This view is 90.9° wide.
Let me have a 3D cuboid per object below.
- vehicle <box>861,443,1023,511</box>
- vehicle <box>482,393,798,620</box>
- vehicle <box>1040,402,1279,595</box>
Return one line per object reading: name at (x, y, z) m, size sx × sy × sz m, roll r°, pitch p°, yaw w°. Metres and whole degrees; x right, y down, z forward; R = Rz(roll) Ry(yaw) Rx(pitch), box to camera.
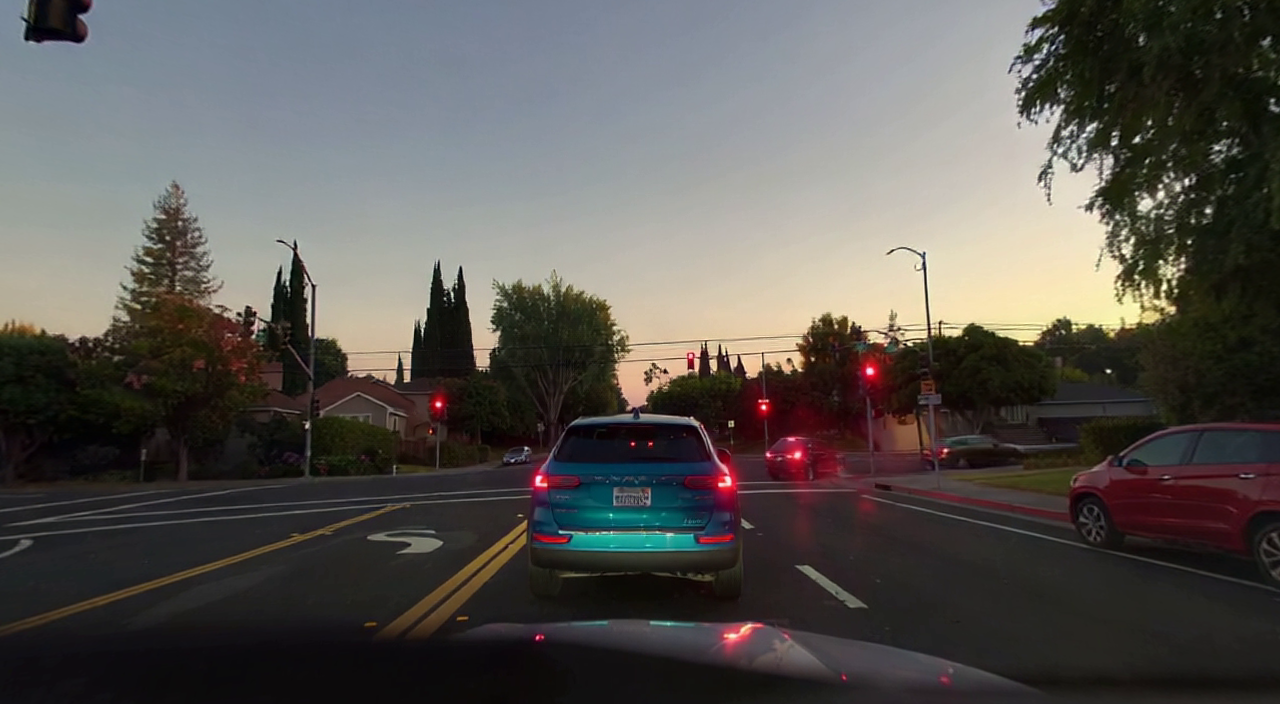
vehicle at (7.286, 3.010, 15.805) m, size 1.860 × 1.436 × 4.479 m, roll 0°, pitch -8°, yaw 0°
vehicle at (0.033, 1.460, 6.910) m, size 2.322 × 1.667 × 4.367 m, roll 0°, pitch -8°, yaw 1°
vehicle at (7.023, 1.542, 7.044) m, size 1.989 × 1.791 × 4.735 m, roll 0°, pitch -8°, yaw 0°
